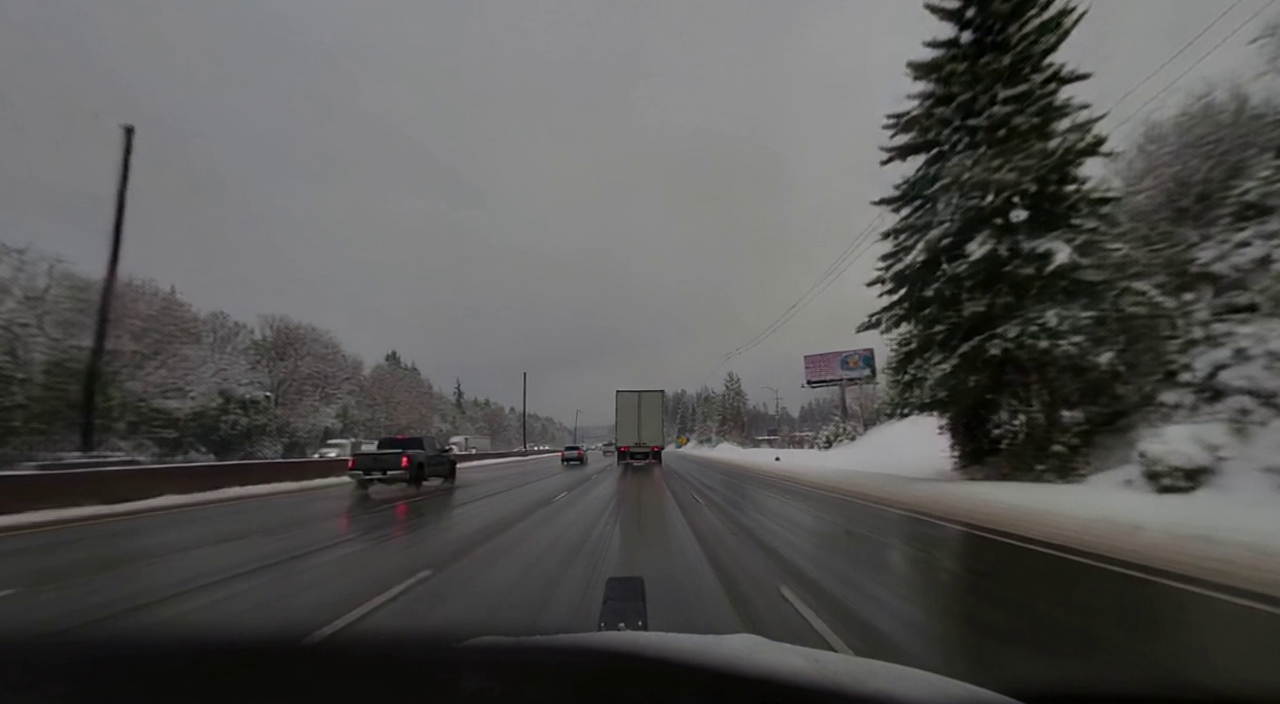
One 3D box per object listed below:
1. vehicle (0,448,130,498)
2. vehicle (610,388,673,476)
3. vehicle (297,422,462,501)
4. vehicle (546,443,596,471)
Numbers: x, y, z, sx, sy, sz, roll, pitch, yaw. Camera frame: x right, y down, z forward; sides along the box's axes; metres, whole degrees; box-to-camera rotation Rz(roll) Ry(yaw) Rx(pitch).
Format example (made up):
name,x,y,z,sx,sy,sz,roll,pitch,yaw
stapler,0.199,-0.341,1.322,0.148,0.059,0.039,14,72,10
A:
name,x,y,z,sx,sy,sz,roll,pitch,yaw
vehicle,-18.869,3.830,20.378,1.555,1.411,3.783,0,-8,1
vehicle,0.159,4.473,34.698,2.879,4.027,11.243,0,-8,1
vehicle,-7.289,3.127,18.574,2.263,1.936,5.802,0,-8,2
vehicle,-3.776,5.857,35.391,2.138,1.469,4.677,-1,-8,2
